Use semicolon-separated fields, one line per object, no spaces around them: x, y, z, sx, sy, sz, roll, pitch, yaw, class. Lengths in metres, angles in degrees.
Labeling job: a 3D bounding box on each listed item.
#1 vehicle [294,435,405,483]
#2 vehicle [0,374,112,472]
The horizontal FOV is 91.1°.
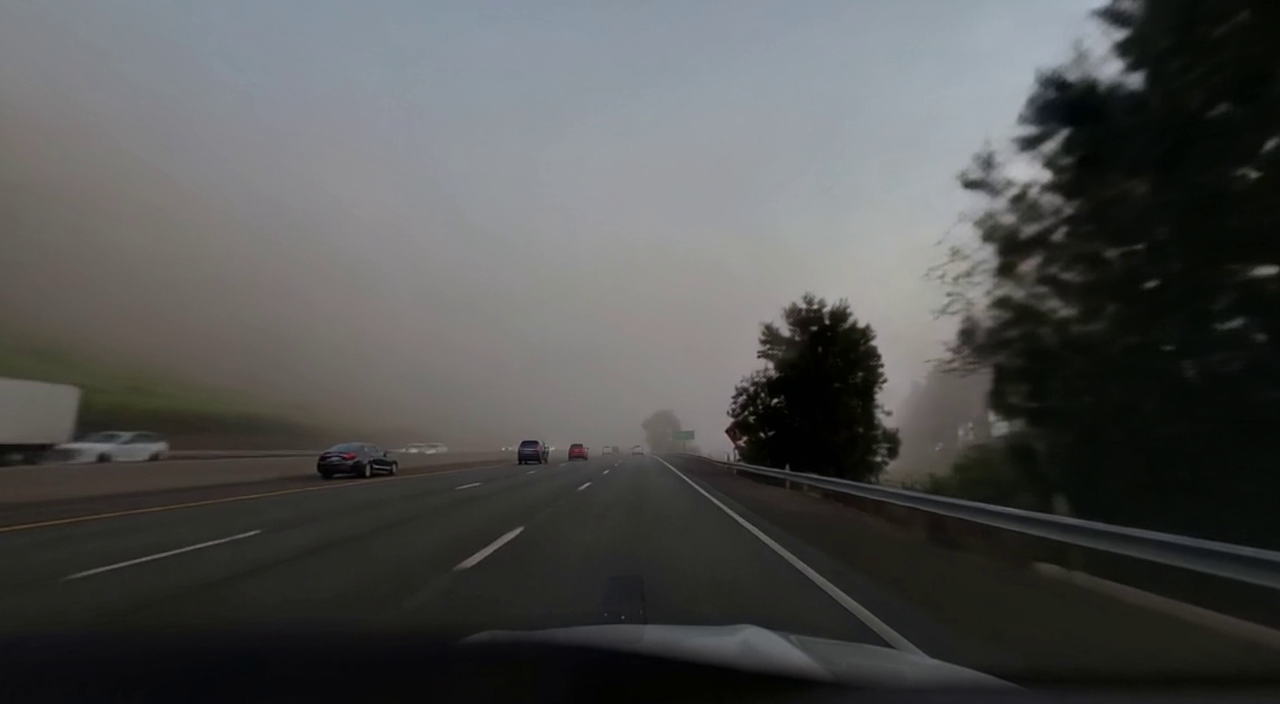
-10.899;4.041;24.007;2.001;1.625;4.528;0;-9;1;vehicle
-29.257;2.645;24.484;2.882;4.169;16.623;1;-9;0;vehicle
